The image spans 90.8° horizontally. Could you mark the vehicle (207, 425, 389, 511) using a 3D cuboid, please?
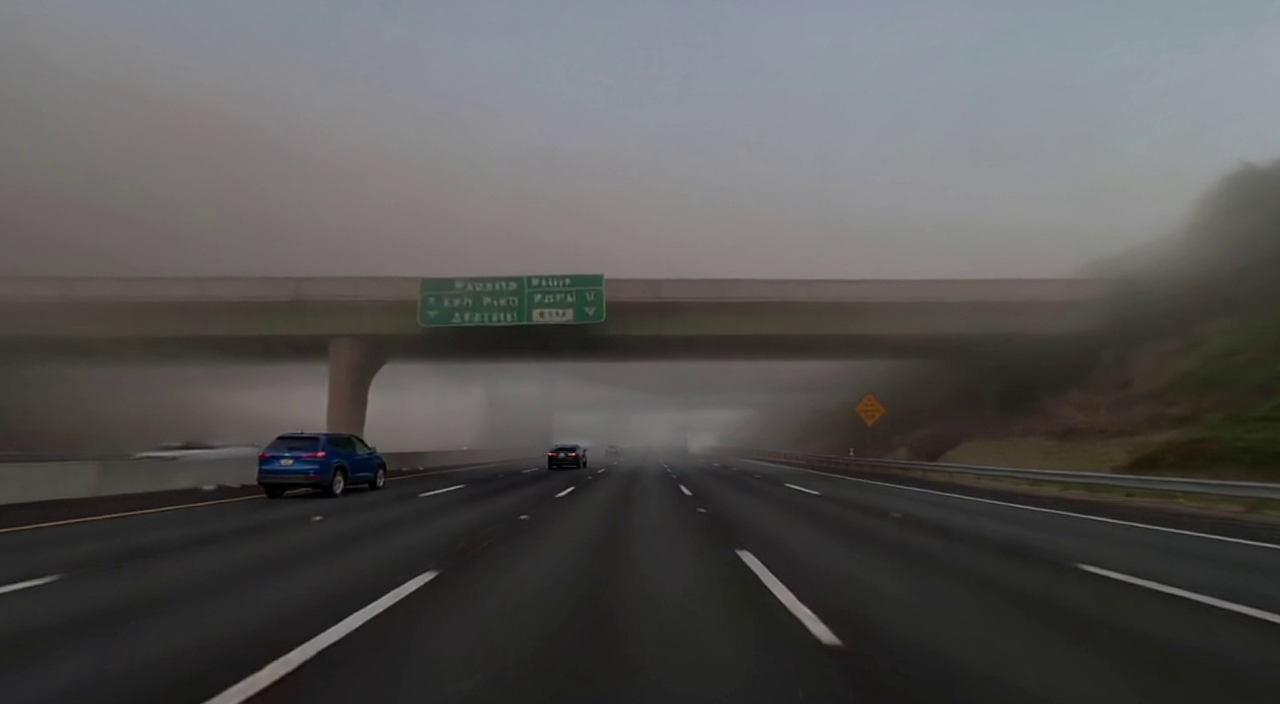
[{"bbox_3d":[-7.619,2.619,14.653,1.860,1.694,4.173,0,-9,0],"label":"vehicle"}]

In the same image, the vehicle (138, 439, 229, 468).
[{"bbox_3d":[-26.374,5.884,36.720,1.908,1.558,4.462,0,-9,1],"label":"vehicle"}]

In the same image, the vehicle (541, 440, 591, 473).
[{"bbox_3d":[-3.606,5.184,31.519,1.925,1.509,4.363,0,-9,1],"label":"vehicle"}]
